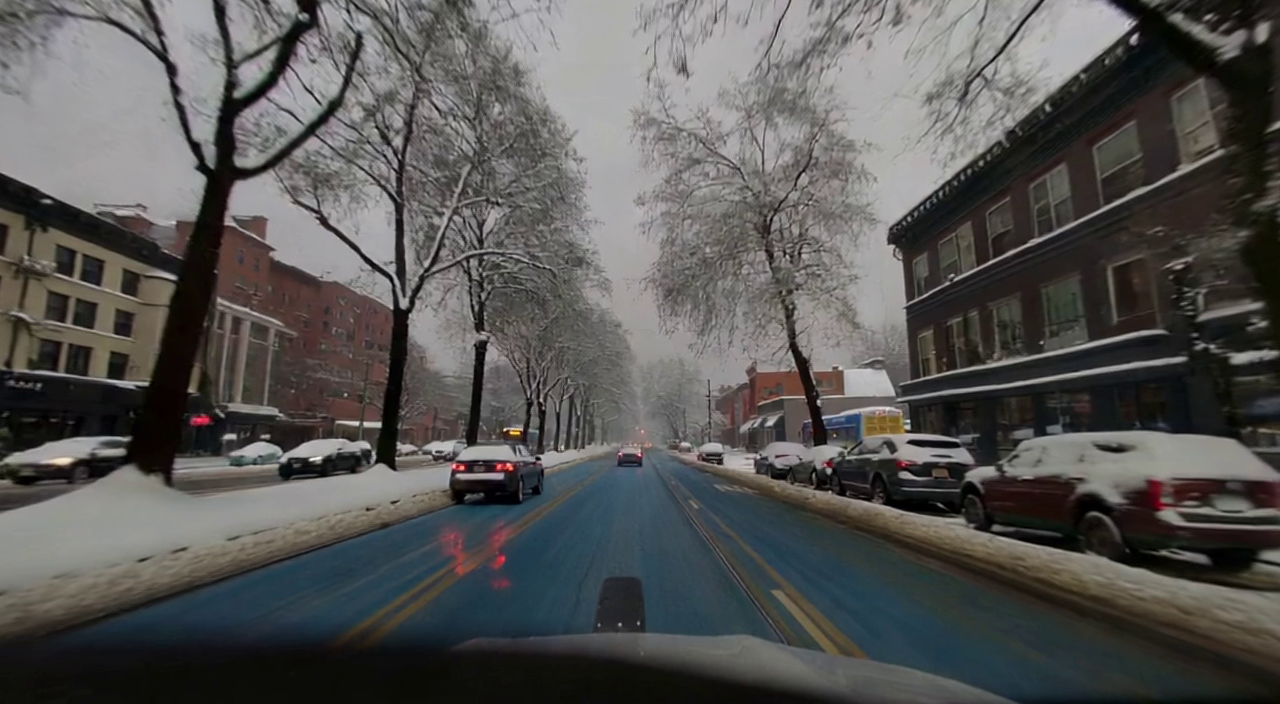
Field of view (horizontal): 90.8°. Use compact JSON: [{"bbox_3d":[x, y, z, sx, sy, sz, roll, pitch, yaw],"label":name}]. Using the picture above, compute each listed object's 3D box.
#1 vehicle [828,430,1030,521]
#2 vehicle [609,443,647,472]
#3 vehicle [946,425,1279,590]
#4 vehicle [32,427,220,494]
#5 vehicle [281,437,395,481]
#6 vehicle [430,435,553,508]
[{"bbox_3d":[6.505,2.826,15.133,2.375,1.786,5.078,0,-8,-1],"label":"vehicle"},{"bbox_3d":[-0.645,5.822,35.190,1.999,1.520,3.896,0,-8,0],"label":"vehicle"},{"bbox_3d":[6.519,1.924,8.810,2.101,1.655,4.592,0,-8,-1],"label":"vehicle"},{"bbox_3d":[-15.149,3.211,19.033,1.928,1.744,4.405,0,-8,-1],"label":"vehicle"},{"bbox_3d":[-11.706,4.167,24.960,1.972,1.533,5.024,0,-8,0],"label":"vehicle"},{"bbox_3d":[-3.459,2.869,15.660,1.934,1.522,4.287,0,-8,1],"label":"vehicle"}]
